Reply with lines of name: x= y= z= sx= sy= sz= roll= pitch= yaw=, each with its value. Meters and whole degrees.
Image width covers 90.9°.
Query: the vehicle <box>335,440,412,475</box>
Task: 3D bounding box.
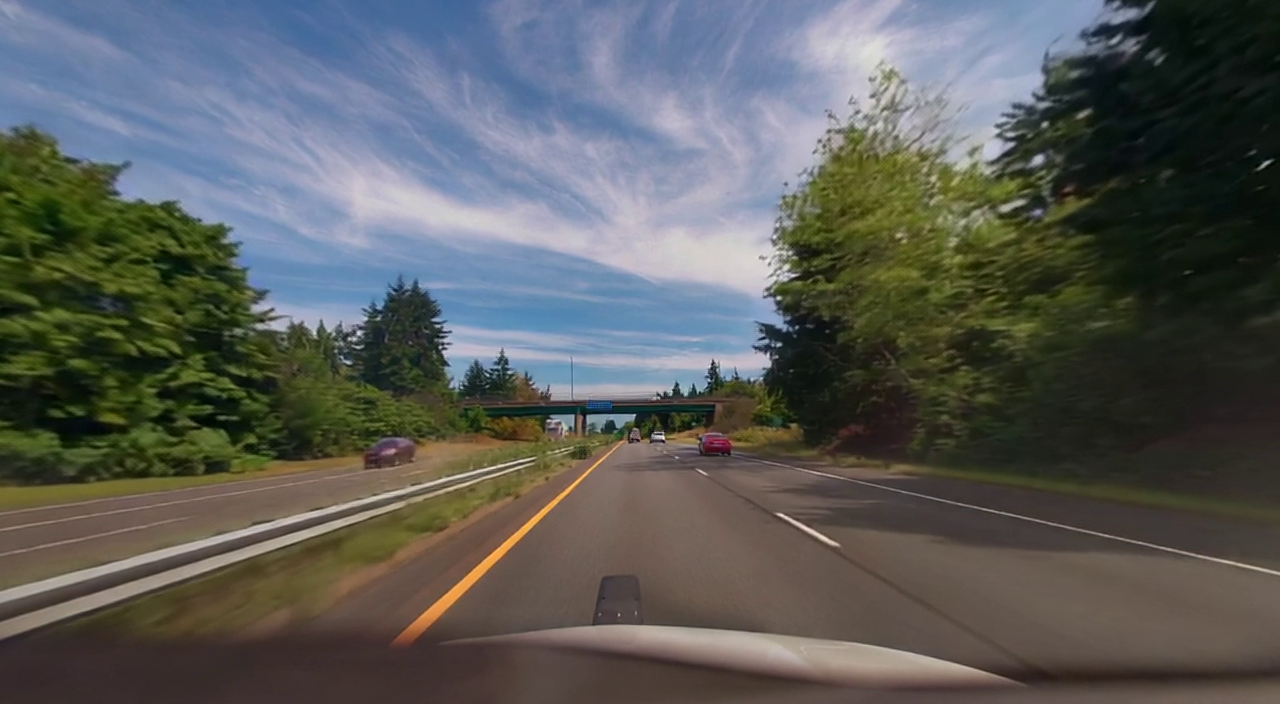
vehicle: x=-12.586 y=4.964 z=30.073 sx=1.852 sy=1.492 sz=4.463 roll=0 pitch=-8 yaw=-1

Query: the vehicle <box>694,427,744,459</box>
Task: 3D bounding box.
vehicle: x=4.294 y=4.982 z=34.741 sx=2.073 sy=1.651 sz=4.065 roll=0 pitch=-8 yaw=-2
